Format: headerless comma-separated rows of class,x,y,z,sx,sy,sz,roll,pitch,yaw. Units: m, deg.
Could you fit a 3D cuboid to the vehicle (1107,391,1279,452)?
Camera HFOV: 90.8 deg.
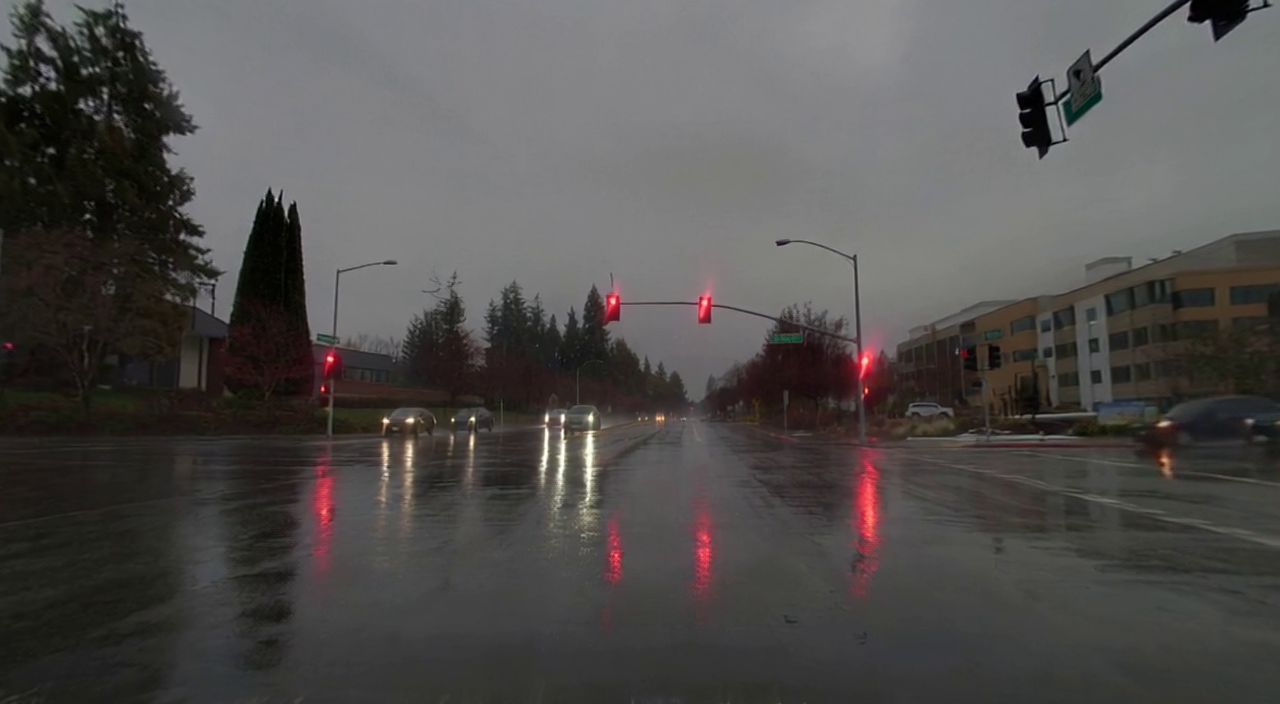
vehicle,16.348,2.032,18.181,4.201,1.663,1.848,-1,-8,3

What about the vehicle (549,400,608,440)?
vehicle,-3.225,3.800,34.521,2.306,1.907,5.382,-1,-8,4

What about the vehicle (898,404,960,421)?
vehicle,22.290,4.683,48.861,3.933,1.219,1.700,0,-9,4

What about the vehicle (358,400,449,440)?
vehicle,-12.316,3.666,33.346,2.340,1.902,4.920,-1,-9,8

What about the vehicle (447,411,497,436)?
vehicle,-11.028,4.777,41.779,1.899,1.510,4.294,-1,-8,4
